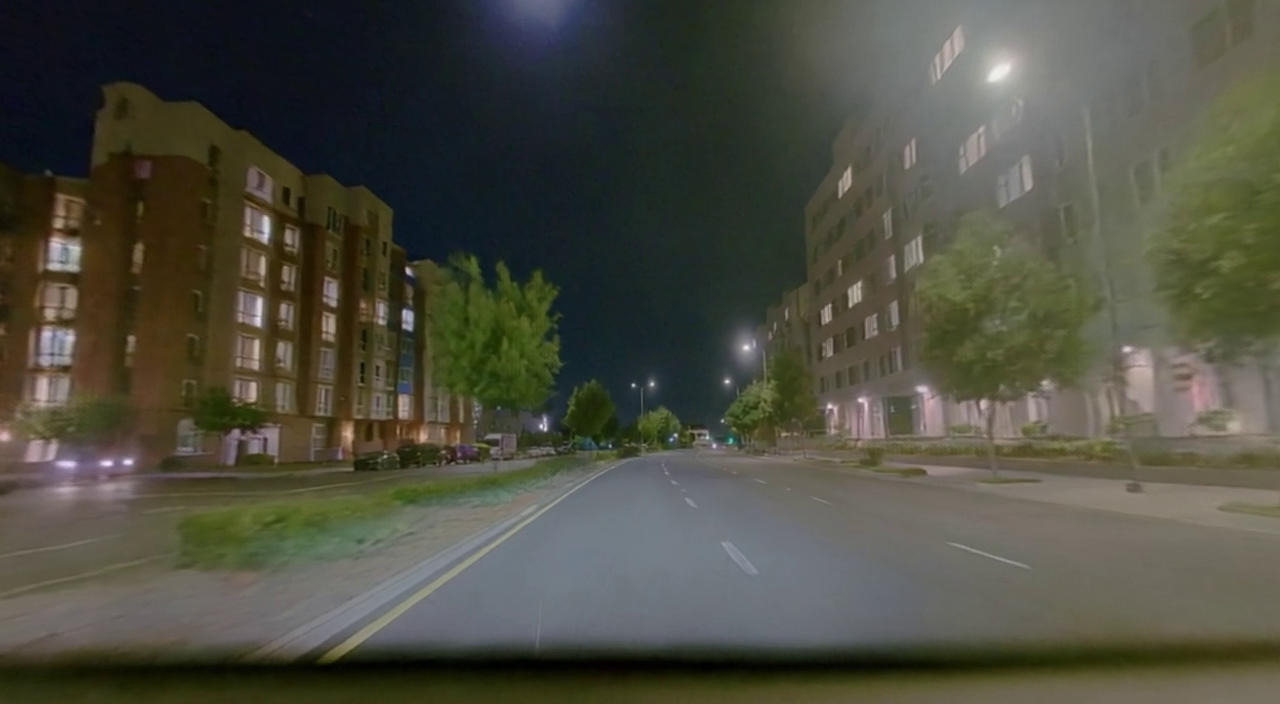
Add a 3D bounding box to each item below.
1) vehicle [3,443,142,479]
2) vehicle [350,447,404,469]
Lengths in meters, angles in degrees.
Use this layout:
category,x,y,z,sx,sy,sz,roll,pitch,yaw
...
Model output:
category,x,y,z,sx,sy,sz,roll,pitch,yaw
vehicle,-32.888,6.313,36.758,5.722,2.038,2.444,0,-8,1
vehicle,-18.941,7.622,45.682,1.880,1.457,4.487,-3,-8,2
